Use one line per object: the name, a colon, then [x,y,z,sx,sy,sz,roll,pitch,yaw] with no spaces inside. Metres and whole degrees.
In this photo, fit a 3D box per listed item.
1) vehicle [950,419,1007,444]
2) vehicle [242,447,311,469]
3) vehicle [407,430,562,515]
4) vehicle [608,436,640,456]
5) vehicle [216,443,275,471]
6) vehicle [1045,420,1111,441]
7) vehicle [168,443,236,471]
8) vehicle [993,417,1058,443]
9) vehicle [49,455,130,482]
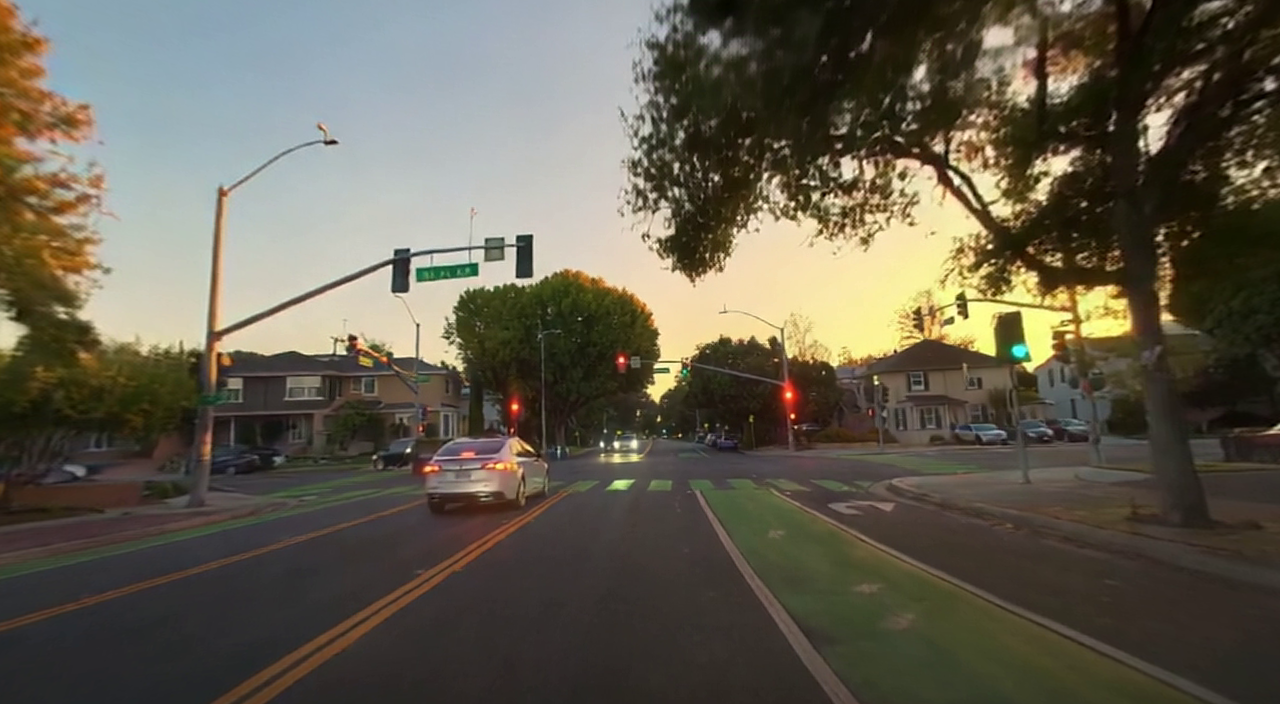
vehicle: [24.888,5.906,46.406,1.964,1.759,4.583,-1,-8,5]
vehicle: [-28.349,8.281,49.313,1.972,1.567,5.009,-1,-8,7]
vehicle: [-3.058,2.484,13.556,1.904,1.489,4.746,-1,-8,3]
vehicle: [-1.189,7.211,48.444,1.982,1.472,4.103,-1,-8,4]
vehicle: [-31.124,8.265,49.746,1.892,1.801,4.120,-5,-7,3]
vehicle: [31.856,5.780,45.948,1.837,1.396,4.695,-1,-8,6]
vehicle: [-34.164,8.192,49.251,1.979,2.043,4.543,-1,-8,1]
vehicle: [28.031,5.730,45.909,2.033,1.821,4.542,-1,-8,3]
vehicle: [-37.093,7.853,42.449,3.835,1.665,1.826,-1,-9,4]
